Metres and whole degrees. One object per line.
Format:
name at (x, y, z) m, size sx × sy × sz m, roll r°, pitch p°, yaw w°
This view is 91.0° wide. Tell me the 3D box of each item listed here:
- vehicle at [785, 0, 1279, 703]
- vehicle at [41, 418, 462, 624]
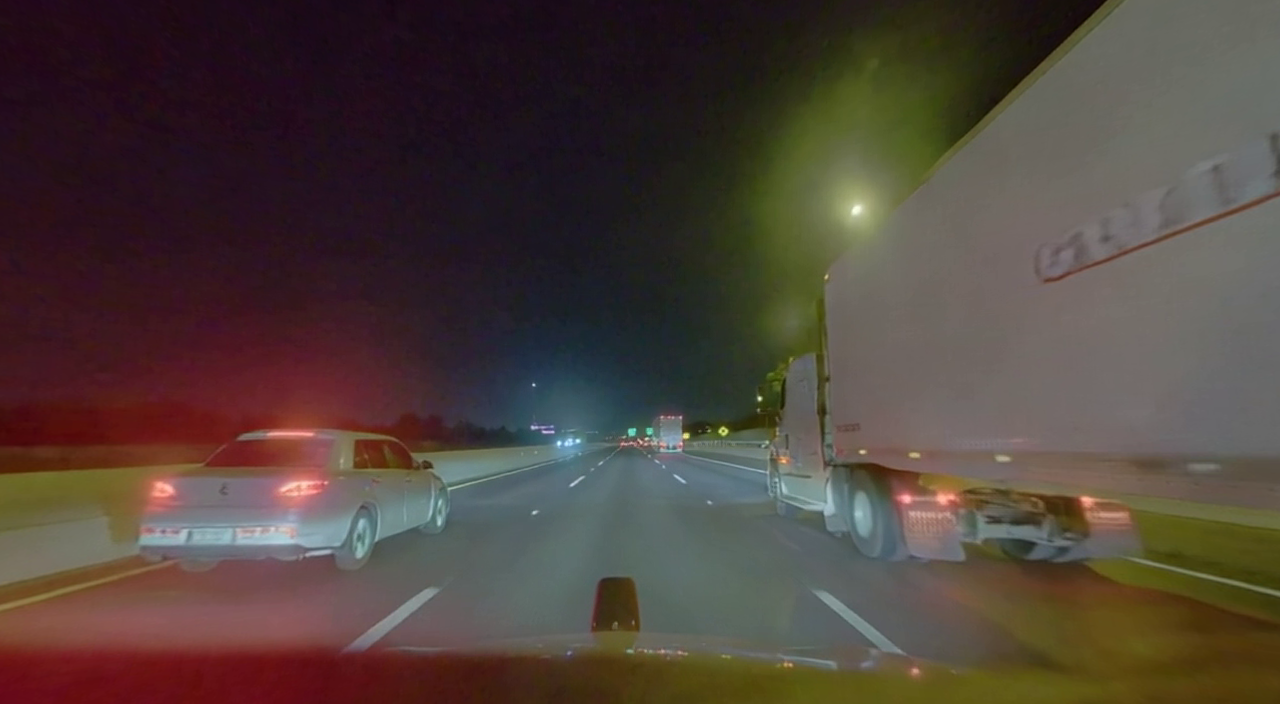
vehicle at (4.278, -0.180, 3.847) m, size 2.976 × 4.064 × 14.619 m, roll 0°, pitch -8°, yaw -1°
vehicle at (-3.517, 1.563, 6.857) m, size 1.990 × 1.520 × 4.100 m, roll 0°, pitch -8°, yaw -1°
